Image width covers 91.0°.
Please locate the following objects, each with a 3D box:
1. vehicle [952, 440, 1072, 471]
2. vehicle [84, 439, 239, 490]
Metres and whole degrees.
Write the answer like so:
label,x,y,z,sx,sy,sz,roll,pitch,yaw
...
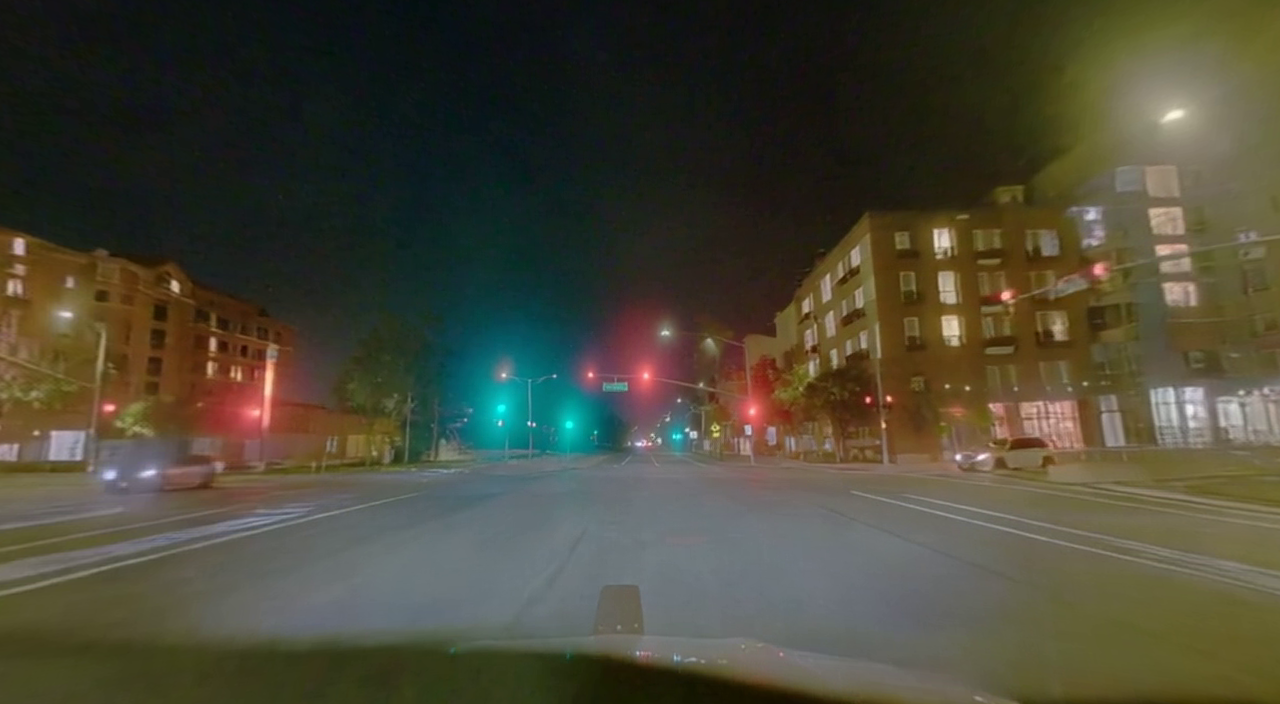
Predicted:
label,x,y,z,sx,sy,sz,roll,pitch,yaw
vehicle,17.732,4.949,30.137,4.583,1.426,1.892,0,-9,-2
vehicle,-19.070,4.489,25.507,2.010,1.833,5.365,0,-9,0
